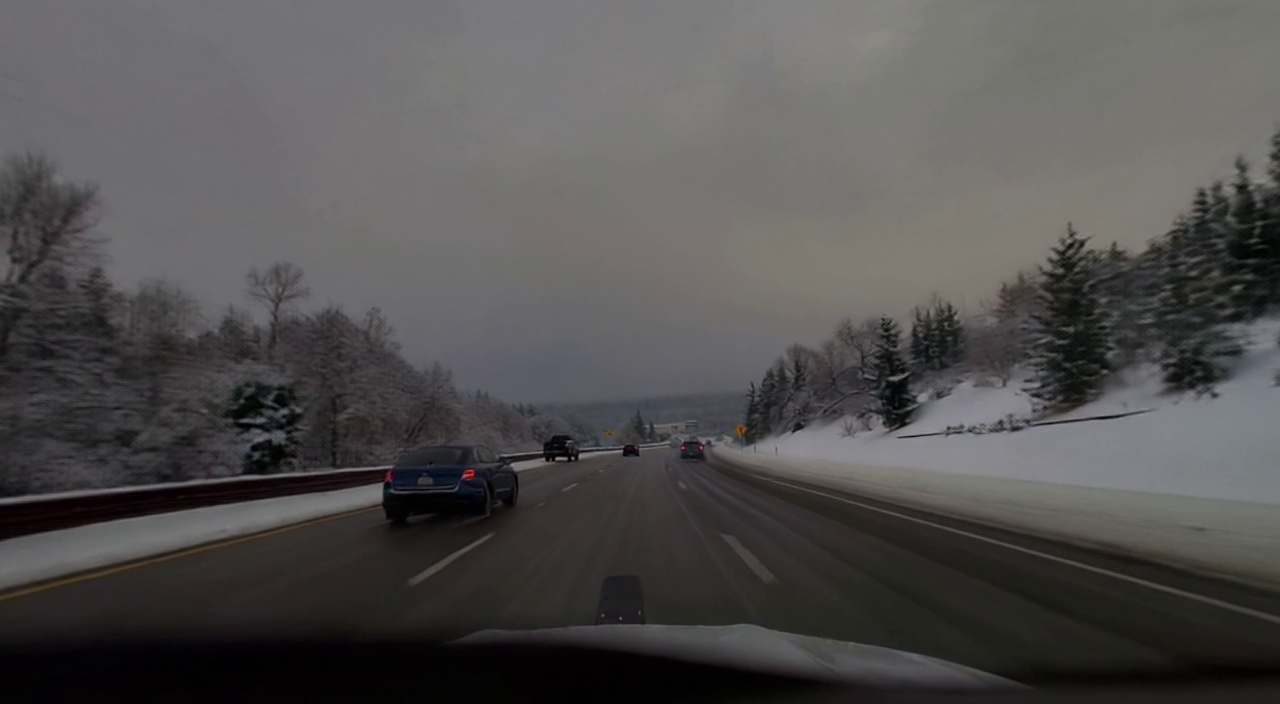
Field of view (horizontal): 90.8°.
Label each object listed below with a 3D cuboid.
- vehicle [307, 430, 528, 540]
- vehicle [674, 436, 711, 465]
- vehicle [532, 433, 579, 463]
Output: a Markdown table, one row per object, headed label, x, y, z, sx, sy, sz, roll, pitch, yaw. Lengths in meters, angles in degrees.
| label | x | y | z | sx | sy | sz | roll | pitch | yaw |
| --- | --- | --- | --- | --- | --- | --- | --- | --- | --- |
| vehicle | -3.454 | 2.153 | 10.964 | 2.192 | 1.482 | 4.454 | 0 | -8 | 0 |
| vehicle | 3.516 | 6.697 | 43.050 | 2.211 | 1.814 | 4.404 | 0 | -8 | 1 |
| vehicle | -6.063 | 7.018 | 46.214 | 2.383 | 2.048 | 5.875 | -1 | -8 | 3 |
